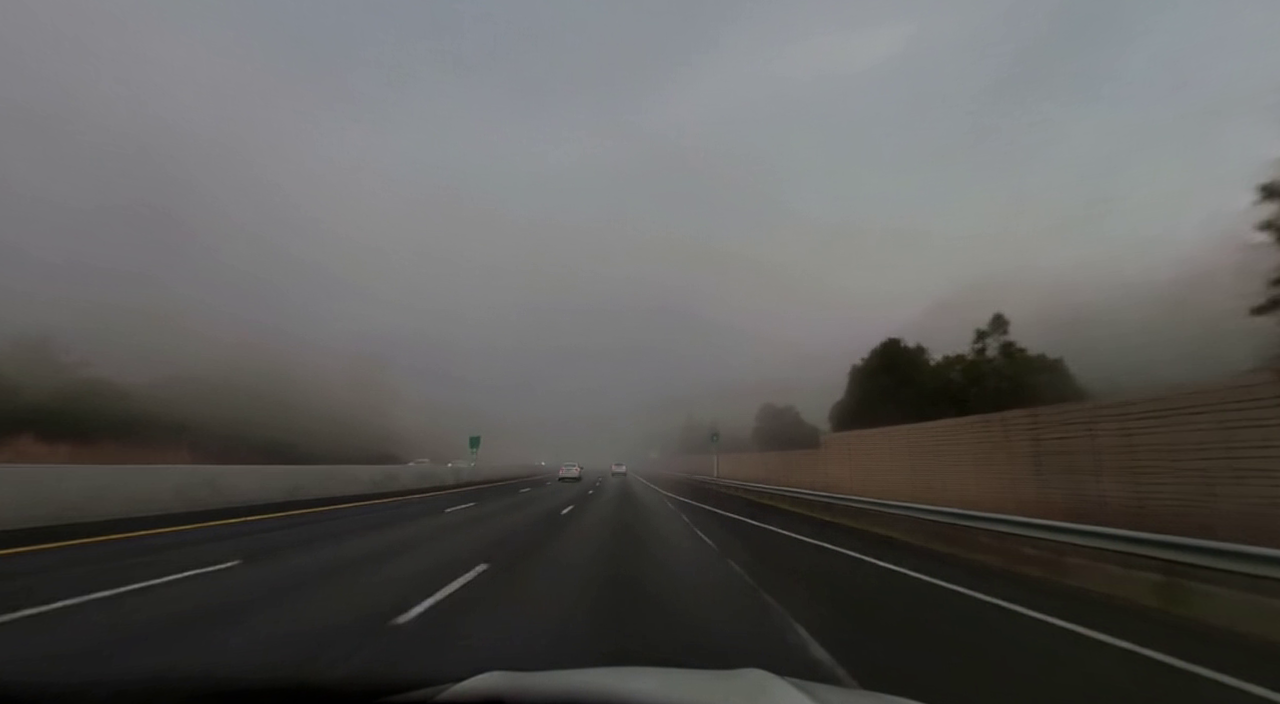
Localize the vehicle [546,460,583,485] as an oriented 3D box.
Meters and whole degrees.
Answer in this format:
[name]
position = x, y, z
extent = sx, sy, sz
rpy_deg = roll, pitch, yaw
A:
[vehicle]
position = -5.159, 8.303, 43.367
extent = 2.039, 1.605, 4.365
rpy_deg = 1, -11, -1
